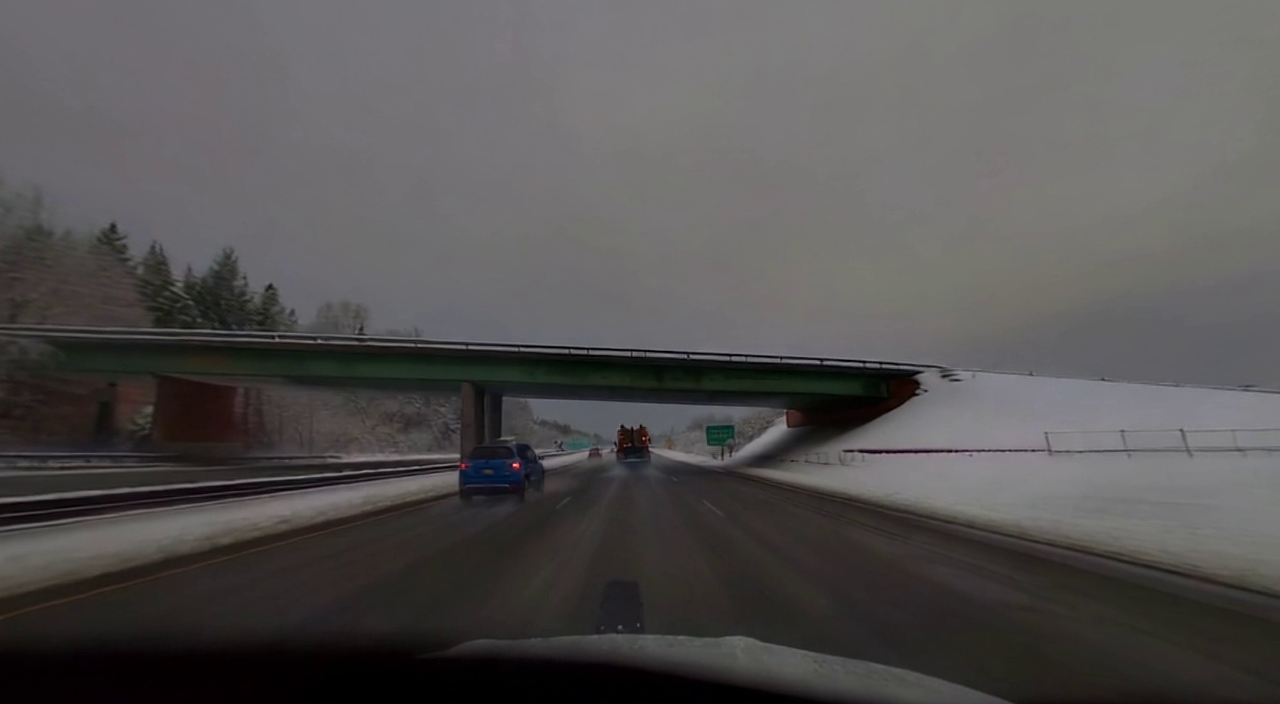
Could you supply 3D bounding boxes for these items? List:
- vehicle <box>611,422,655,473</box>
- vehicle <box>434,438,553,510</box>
[{"bbox_3d":[-0.494,6.397,42.244,2.672,3.056,6.900,0,-9,-1],"label":"vehicle"},{"bbox_3d":[-3.665,3.136,16.669,2.088,1.643,4.215,0,-9,1],"label":"vehicle"}]
